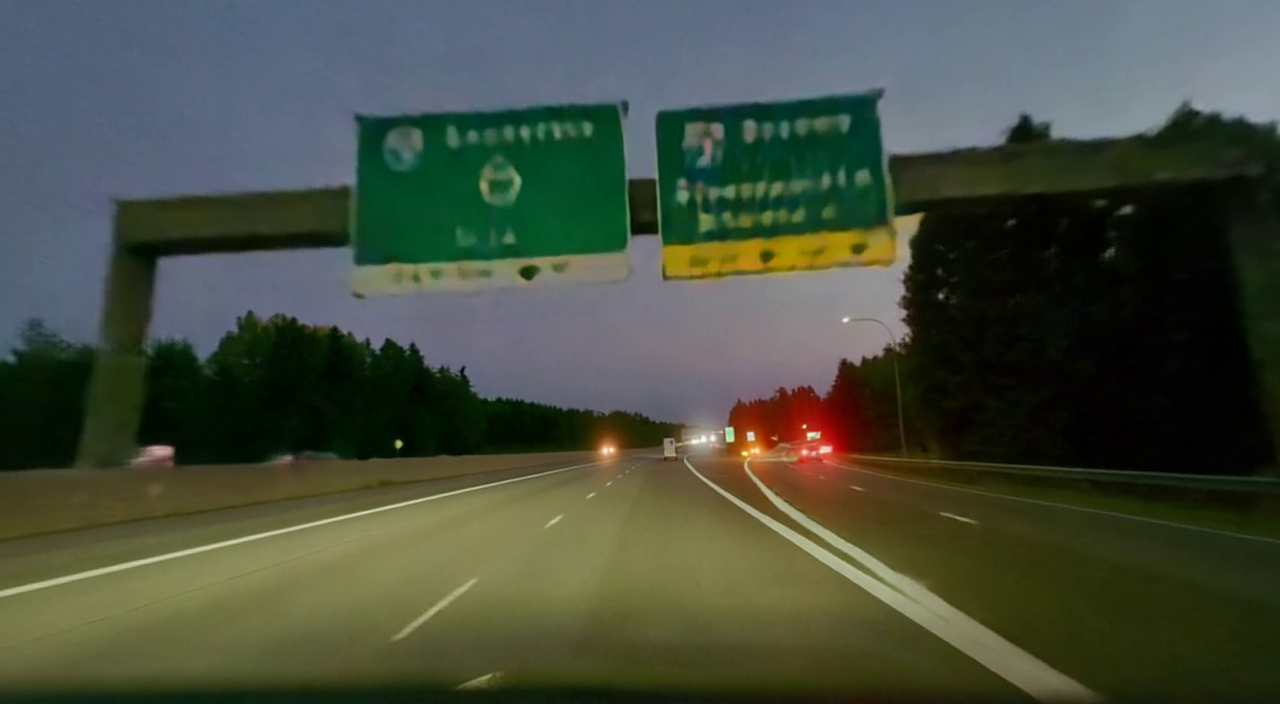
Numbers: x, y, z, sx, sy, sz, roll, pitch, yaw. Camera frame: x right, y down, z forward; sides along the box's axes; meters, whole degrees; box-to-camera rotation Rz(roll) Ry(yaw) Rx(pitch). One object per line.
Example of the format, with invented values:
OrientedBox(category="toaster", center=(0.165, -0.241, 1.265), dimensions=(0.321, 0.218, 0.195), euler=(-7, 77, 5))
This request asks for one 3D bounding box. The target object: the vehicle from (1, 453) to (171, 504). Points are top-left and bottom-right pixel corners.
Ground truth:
OrientedBox(category="vehicle", center=(-18.210, 4.142, 21.036), dimensions=(1.993, 1.503, 3.964), euler=(0, -9, 1))

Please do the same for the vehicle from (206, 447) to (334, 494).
OrientedBox(category="vehicle", center=(-13.873, 4.454, 24.019), dimensions=(1.996, 1.606, 4.535), euler=(0, -9, 2))
